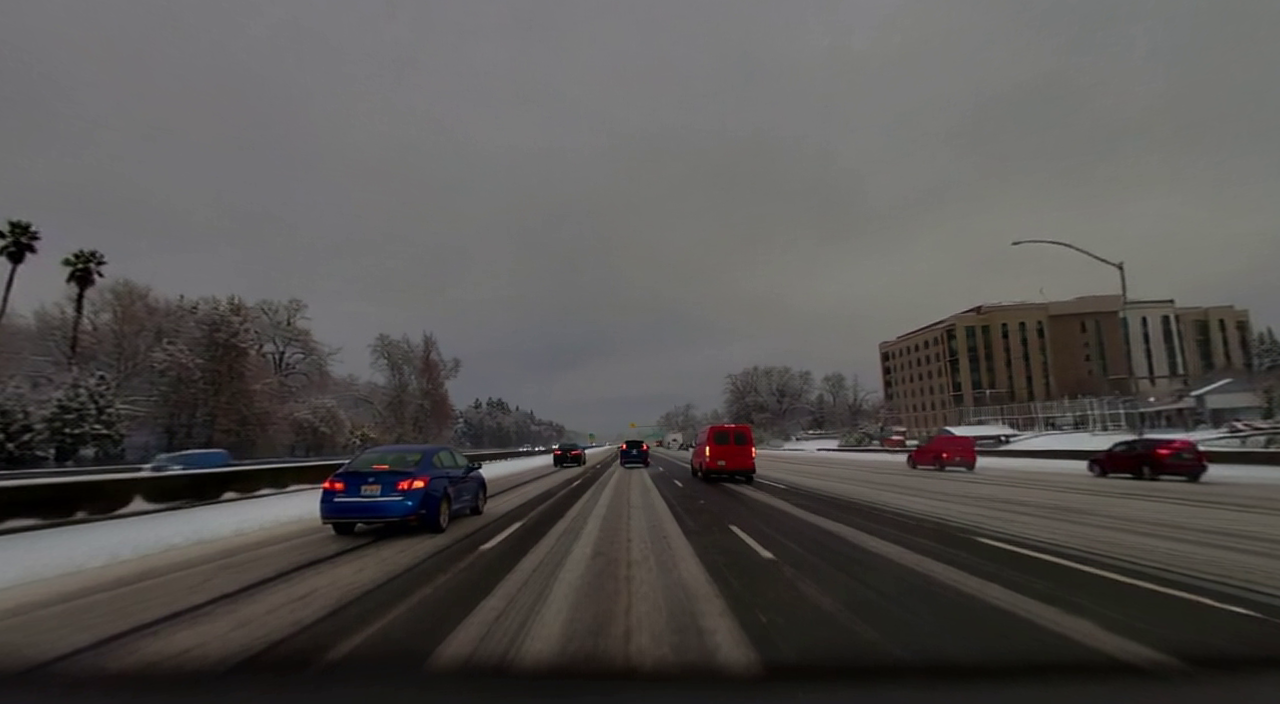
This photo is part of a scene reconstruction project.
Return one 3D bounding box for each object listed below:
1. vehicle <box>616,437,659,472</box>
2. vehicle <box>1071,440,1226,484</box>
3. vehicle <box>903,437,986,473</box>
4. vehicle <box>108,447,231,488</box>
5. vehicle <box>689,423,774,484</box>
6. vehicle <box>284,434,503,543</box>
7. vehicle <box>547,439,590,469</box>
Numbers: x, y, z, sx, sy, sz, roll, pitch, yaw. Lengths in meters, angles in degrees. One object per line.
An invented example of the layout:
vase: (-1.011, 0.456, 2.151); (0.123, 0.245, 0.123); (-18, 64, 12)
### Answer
vehicle: (-0.145, 5.602, 34.679); (2.212, 1.786, 4.198); (0, -9, -1)
vehicle: (18.868, 4.098, 23.825); (2.020, 1.483, 4.779); (0, -9, 2)
vehicle: (15.749, 5.357, 33.010); (2.010, 1.721, 4.871); (0, -9, 2)
vehicle: (-20.897, 5.126, 28.345); (1.990, 1.679, 4.512); (0, -9, 0)
vehicle: (3.381, 3.926, 24.669); (2.250, 2.074, 5.723); (0, -9, -2)
vehicle: (-3.853, 2.205, 10.872); (1.991, 1.469, 4.381); (0, -9, 0)
vehicle: (-4.438, 6.408, 39.883); (2.109, 1.793, 4.613); (0, -9, 0)
